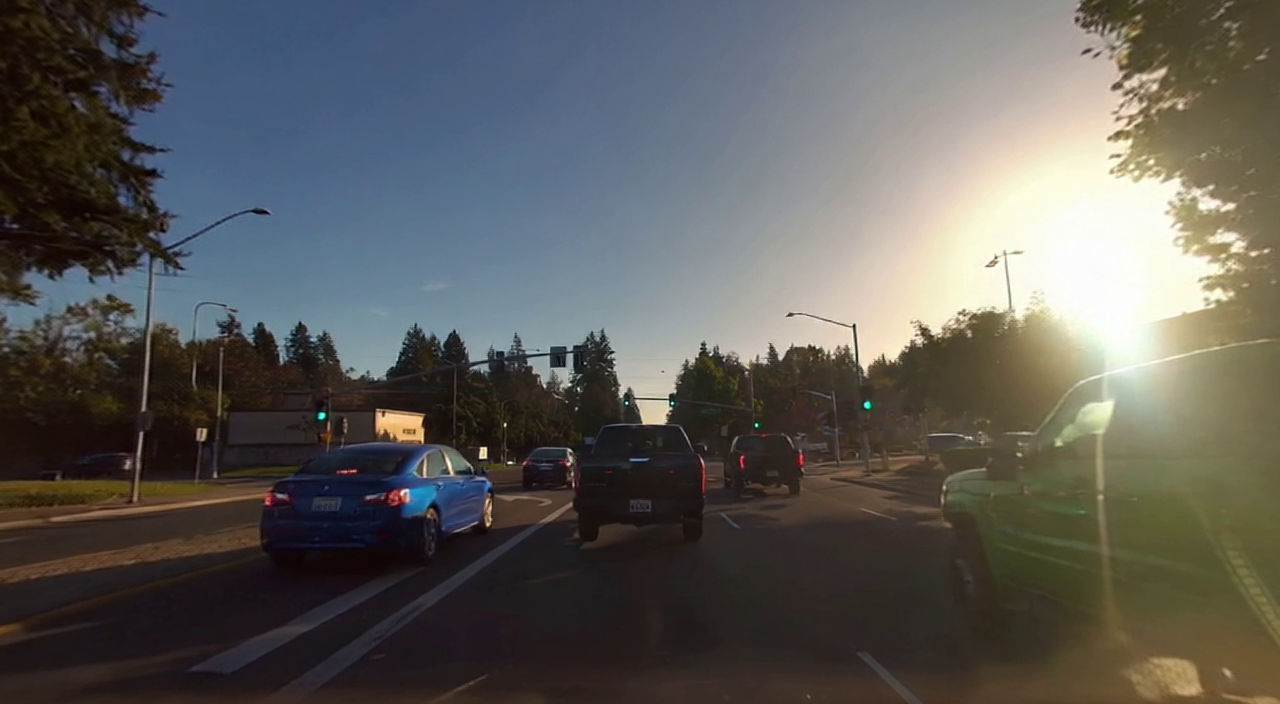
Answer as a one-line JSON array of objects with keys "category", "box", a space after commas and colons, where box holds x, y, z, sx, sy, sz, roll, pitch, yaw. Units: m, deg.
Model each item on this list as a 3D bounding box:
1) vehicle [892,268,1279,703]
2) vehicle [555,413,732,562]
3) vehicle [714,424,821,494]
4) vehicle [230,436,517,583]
[{"category": "vehicle", "box": [3.374, 0.698, 2.271, 2.571, 1.857, 5.841, 0, -8, 1]}, {"category": "vehicle", "box": [0.070, 1.908, 9.551, 2.113, 1.768, 3.901, 0, -8, 1]}, {"category": "vehicle", "box": [3.819, 3.337, 20.052, 2.408, 1.908, 5.355, 0, -8, 1]}, {"category": "vehicle", "box": [-3.192, 1.966, 8.863, 1.909, 1.476, 4.751, 0, -8, 1]}]
